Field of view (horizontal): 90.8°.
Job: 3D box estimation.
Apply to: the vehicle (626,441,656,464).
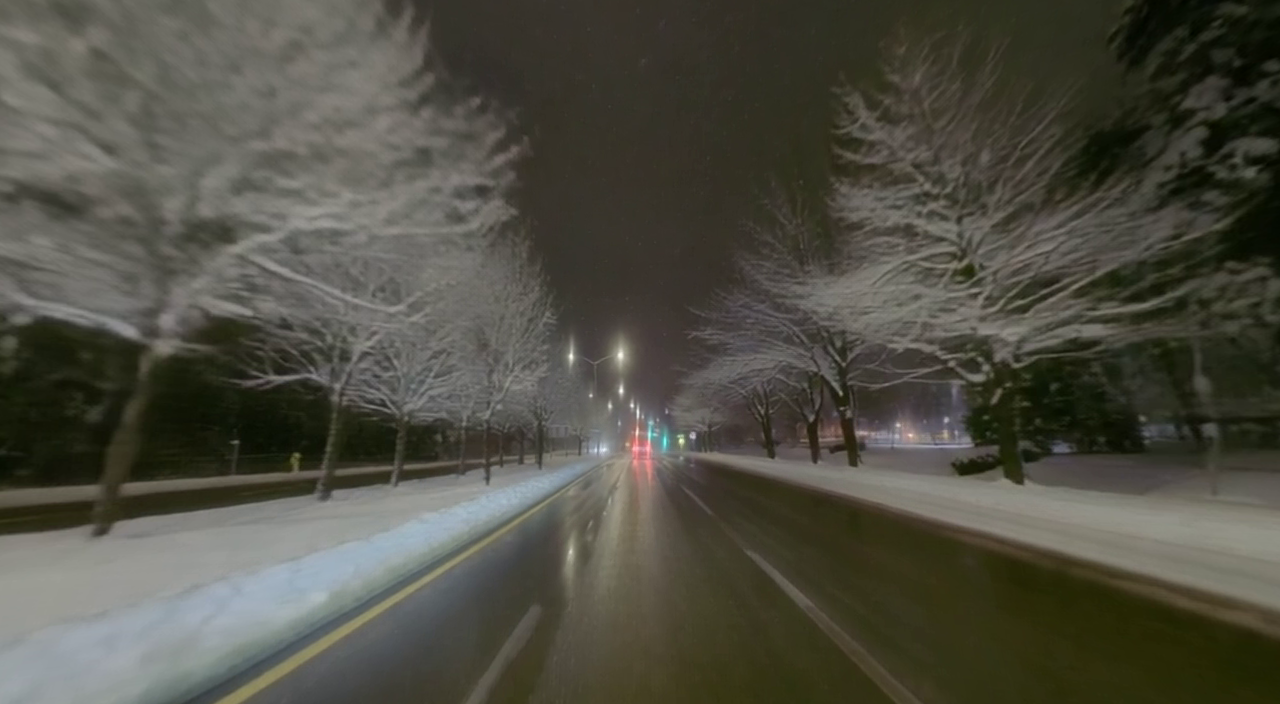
[{"bbox_3d":[0.094,7.240,45.588,2.048,1.584,4.393,0,-8,0],"label":"vehicle"}]
